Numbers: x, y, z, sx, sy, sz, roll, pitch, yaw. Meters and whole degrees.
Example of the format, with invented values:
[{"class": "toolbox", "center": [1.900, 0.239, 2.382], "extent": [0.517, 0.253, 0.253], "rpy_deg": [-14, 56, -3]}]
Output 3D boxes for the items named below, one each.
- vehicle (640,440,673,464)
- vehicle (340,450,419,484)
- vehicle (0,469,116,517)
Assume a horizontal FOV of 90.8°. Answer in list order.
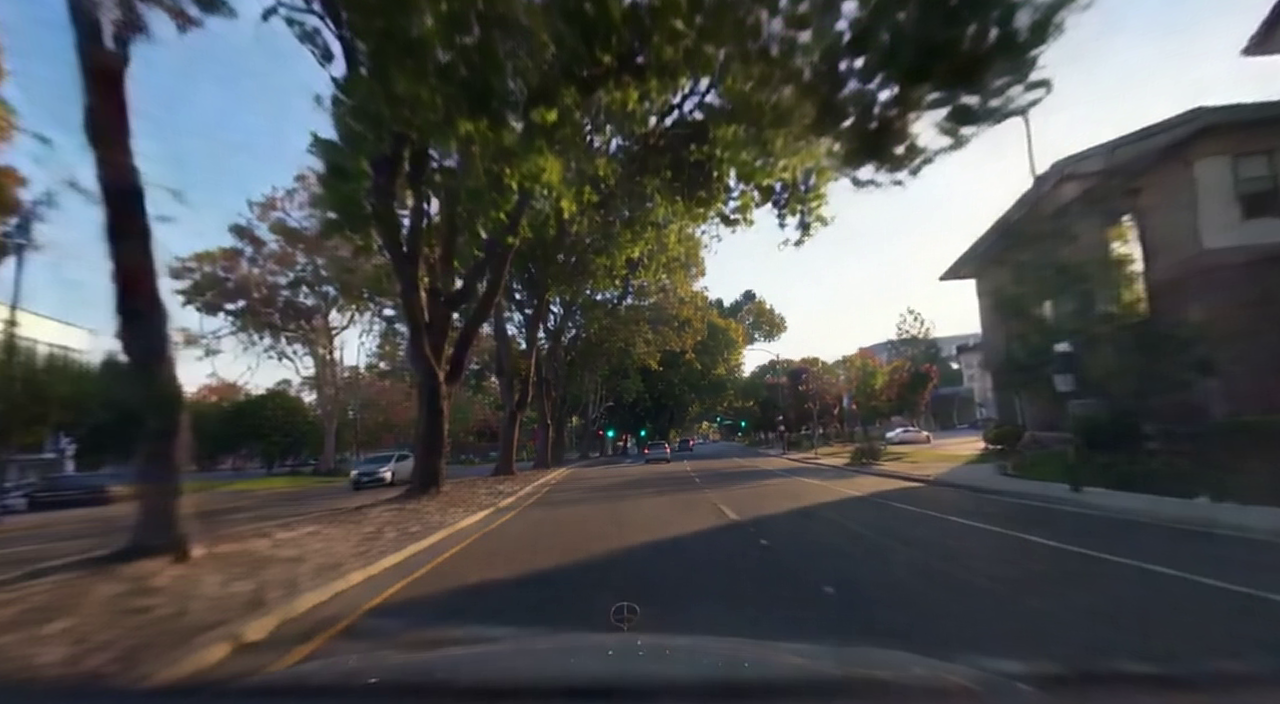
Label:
[{"class": "vehicle", "center": [1.190, 6.894, 43.717], "extent": [2.037, 1.568, 3.693], "rpy_deg": [-1, -8, 4]}, {"class": "vehicle", "center": [-15.659, 6.917, 38.362], "extent": [2.292, 1.843, 5.642], "rpy_deg": [-1, -8, 1]}, {"class": "vehicle", "center": [-25.530, 6.054, 27.350], "extent": [1.956, 1.637, 4.323], "rpy_deg": [-4, -8, 1]}]
